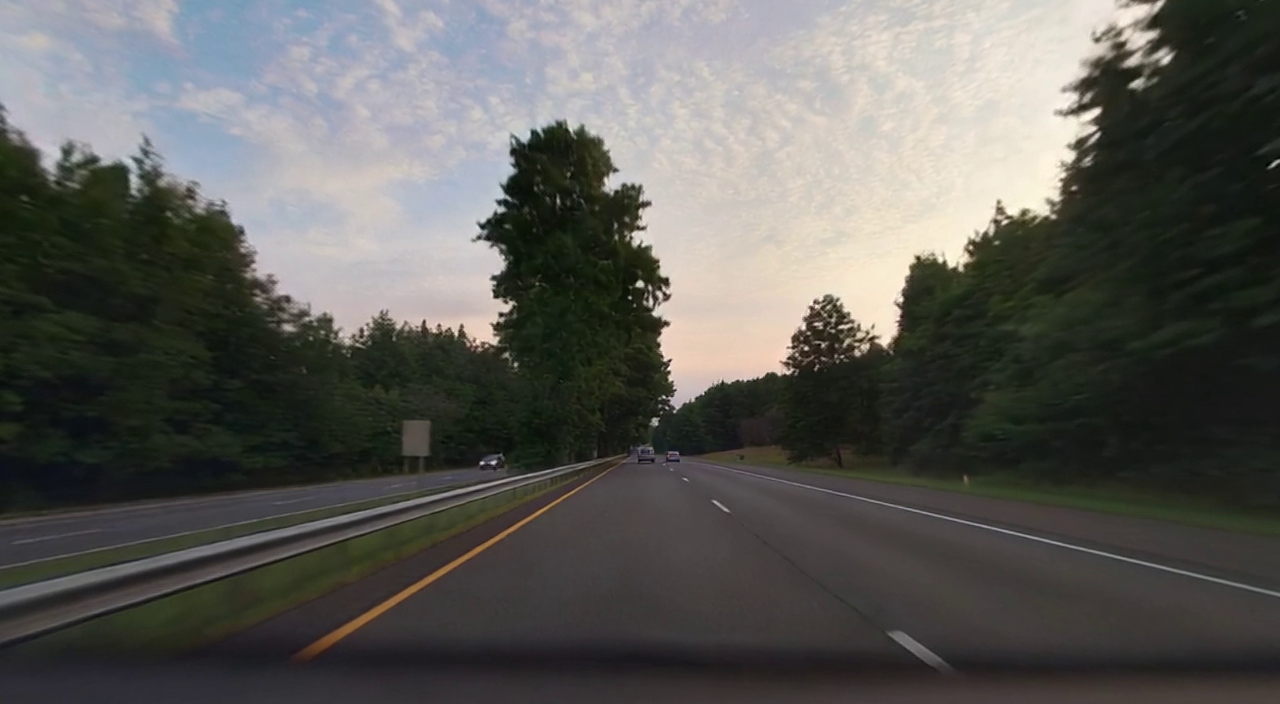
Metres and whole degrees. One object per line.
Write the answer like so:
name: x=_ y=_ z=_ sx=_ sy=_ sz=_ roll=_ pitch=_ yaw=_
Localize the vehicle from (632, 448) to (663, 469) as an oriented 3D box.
vehicle: x=0.500 y=7.788 z=46.185 sx=2.162 sy=1.492 sz=3.975 roll=0 pitch=-9 yaw=0
